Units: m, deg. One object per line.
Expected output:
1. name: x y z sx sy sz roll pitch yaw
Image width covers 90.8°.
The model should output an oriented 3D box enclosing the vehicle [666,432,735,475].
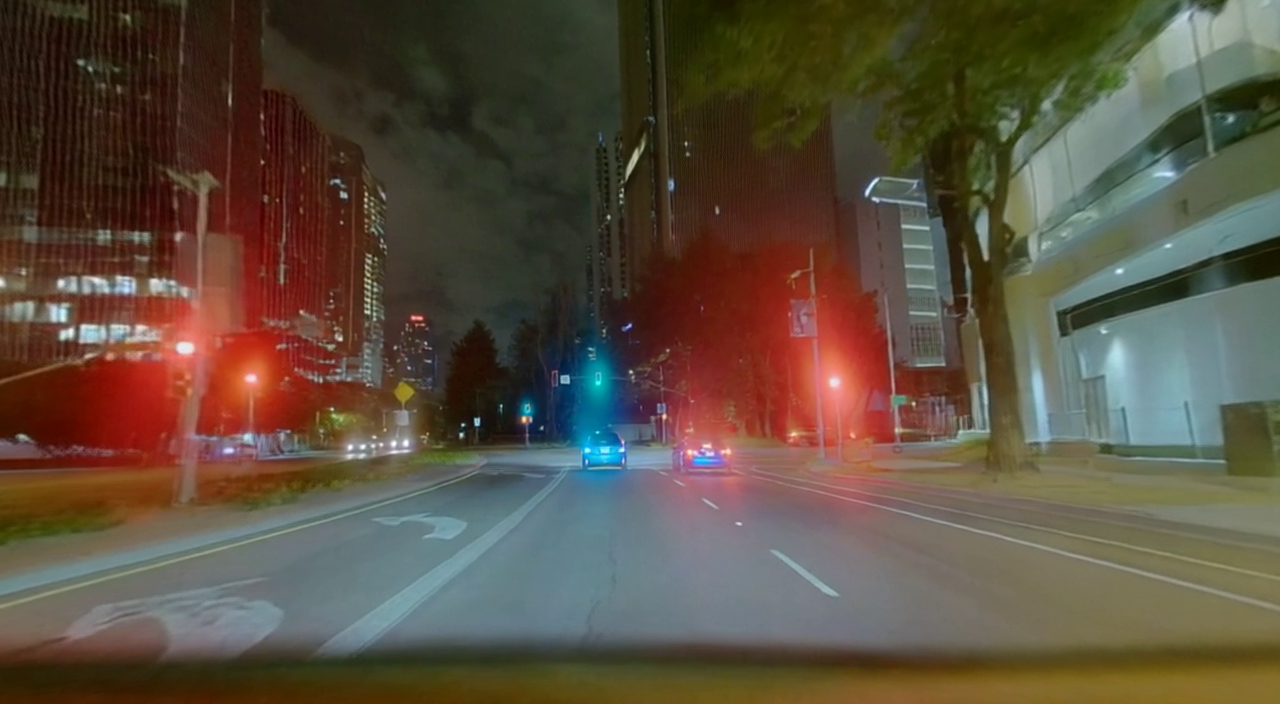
1. vehicle: 2.229 3.900 24.476 1.918 1.479 4.468 1 -9 -4

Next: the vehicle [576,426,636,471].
1. vehicle: -1.506 4.020 26.379 2.317 1.713 4.231 1 -9 -6
